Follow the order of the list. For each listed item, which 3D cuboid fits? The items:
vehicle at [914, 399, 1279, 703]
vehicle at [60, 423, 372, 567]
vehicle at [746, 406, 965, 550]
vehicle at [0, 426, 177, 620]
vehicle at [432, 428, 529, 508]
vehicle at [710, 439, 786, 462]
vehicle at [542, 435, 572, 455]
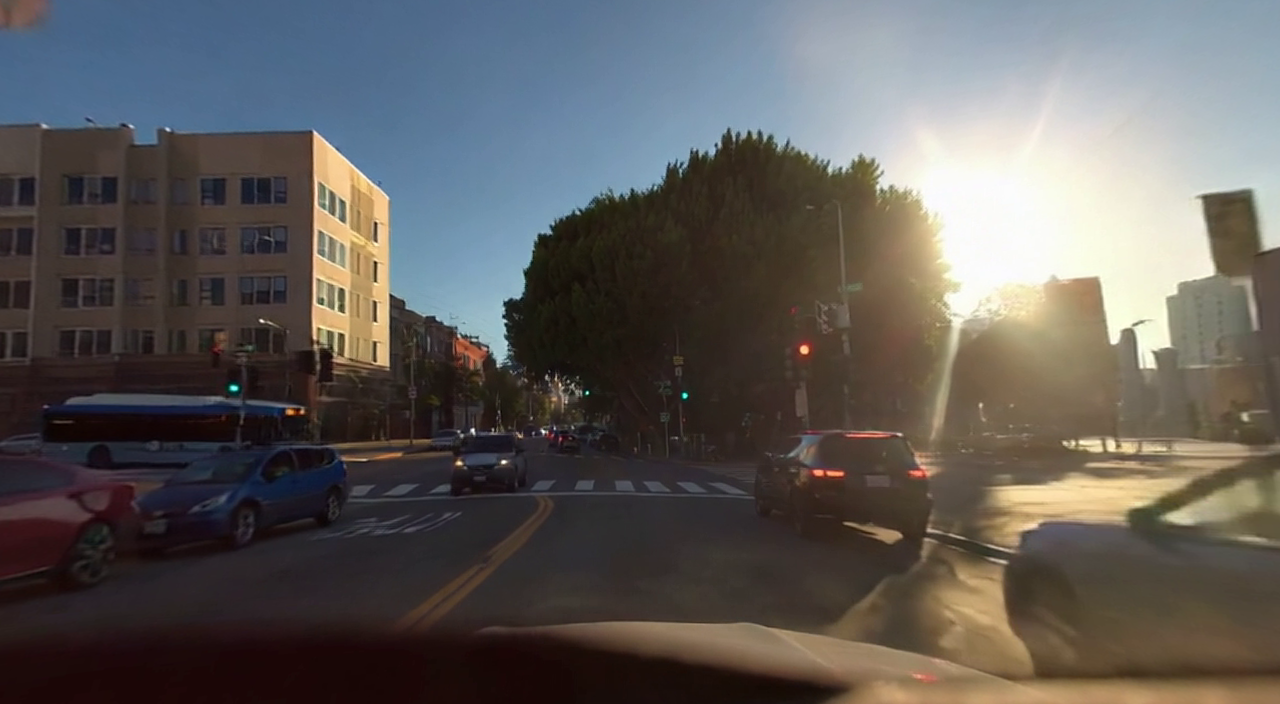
[{"bbox_3d":[3.119,0.919,2.235,2.032,1.474,4.795,0,-9,-1],"label":"vehicle"},{"bbox_3d":[-6.766,2.315,11.024,2.132,1.801,4.885,-3,-9,-1],"label":"vehicle"},{"bbox_3d":[3.328,2.091,11.016,2.052,1.929,4.747,0,-9,-1],"label":"vehicle"},{"bbox_3d":[-6.823,1.596,5.900,1.893,1.758,4.019,-1,-9,0],"label":"vehicle"},{"bbox_3d":[-4.483,3.093,17.211,2.148,1.818,4.791,3,-10,-18],"label":"vehicle"},{"bbox_3d":[6.756,6.224,39.885,4.451,1.422,1.744,0,-9,-1],"label":"vehicle"},{"bbox_3d":[-6.364,7.219,48.976,1.799,1.468,3.693,-1,-9,0],"label":"vehicle"}]
